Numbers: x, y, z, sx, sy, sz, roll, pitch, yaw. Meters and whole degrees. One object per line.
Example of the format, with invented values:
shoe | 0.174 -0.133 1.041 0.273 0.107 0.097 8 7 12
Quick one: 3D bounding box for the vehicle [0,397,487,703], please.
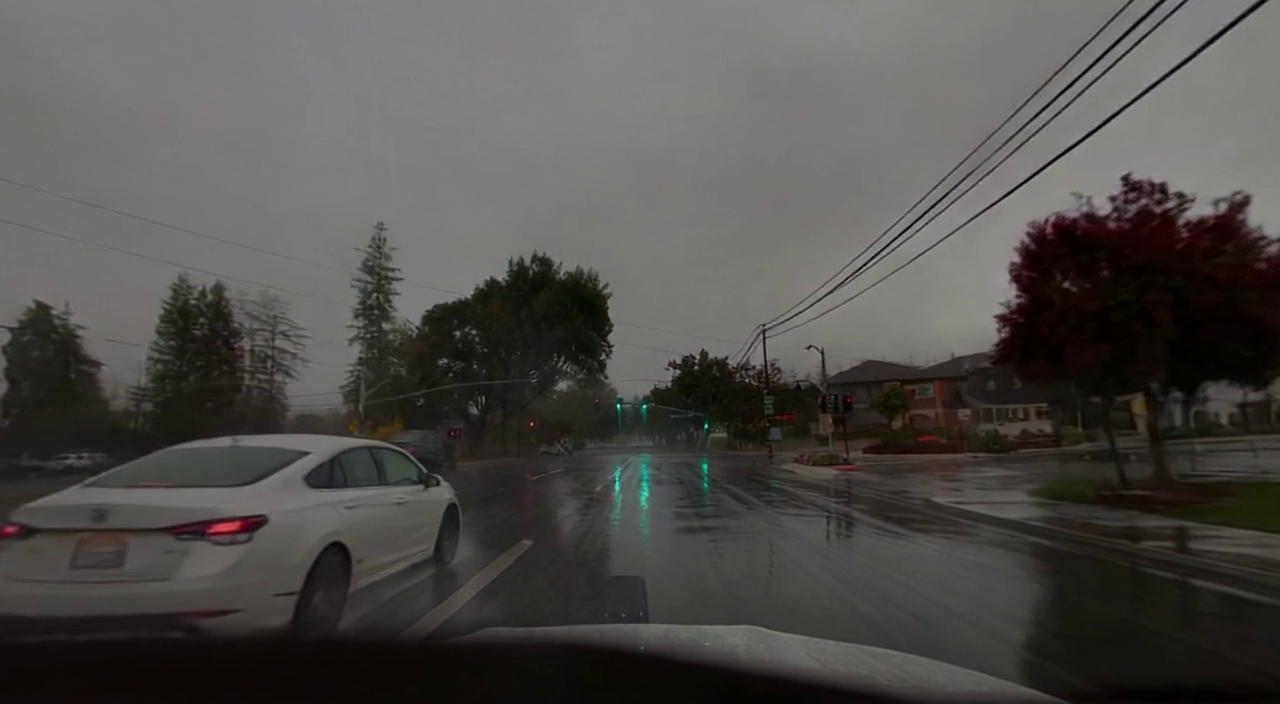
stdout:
vehicle | -3.144 1.376 5.624 2.139 1.564 4.901 0 -8 2
